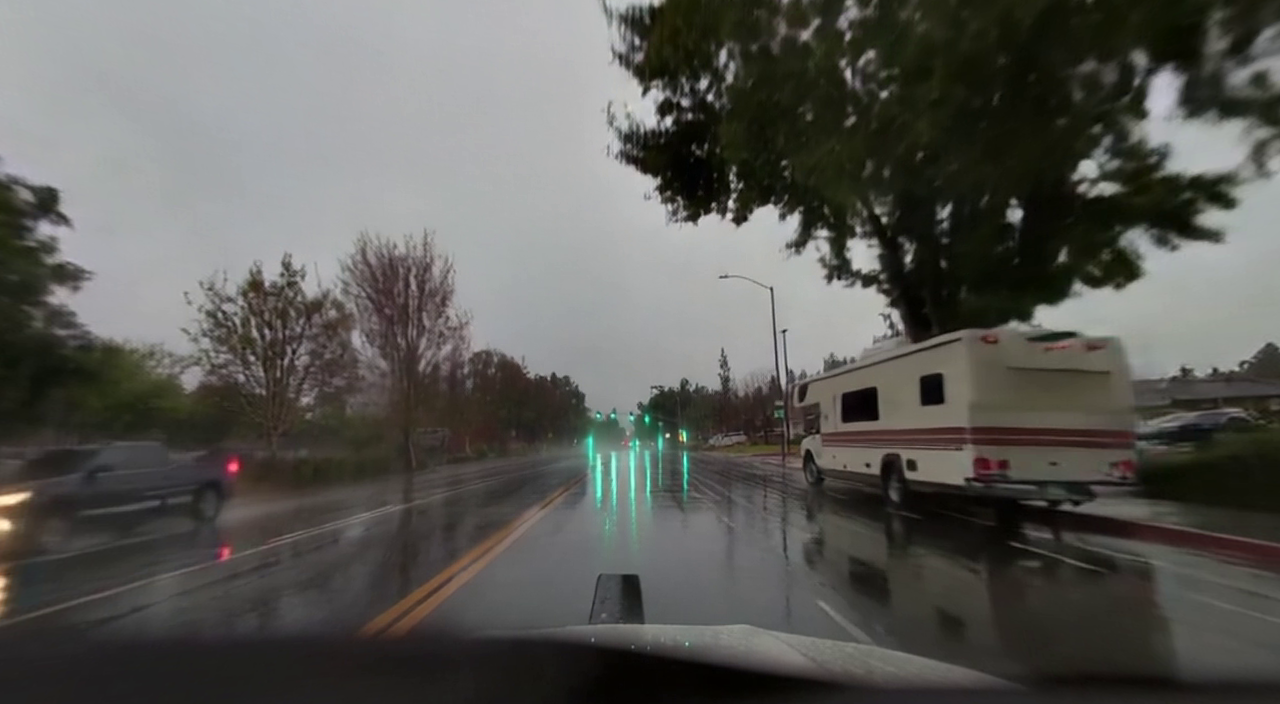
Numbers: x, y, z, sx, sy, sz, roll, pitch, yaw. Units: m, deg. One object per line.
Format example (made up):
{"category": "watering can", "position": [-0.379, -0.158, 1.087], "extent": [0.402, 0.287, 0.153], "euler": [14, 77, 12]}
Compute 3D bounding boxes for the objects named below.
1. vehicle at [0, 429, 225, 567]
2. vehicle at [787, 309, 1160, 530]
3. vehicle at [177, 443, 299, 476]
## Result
{"category": "vehicle", "position": [-9.924, 2.337, 10.901], "extent": [2.391, 1.843, 4.764], "euler": [-2, -8, -1]}
{"category": "vehicle", "position": [6.023, 1.667, 14.203], "extent": [2.944, 3.252, 9.712], "euler": [0, -8, -1]}
{"category": "vehicle", "position": [-26.594, 7.055, 41.973], "extent": [6.500, 1.985, 2.363], "euler": [6, -10, -38]}
